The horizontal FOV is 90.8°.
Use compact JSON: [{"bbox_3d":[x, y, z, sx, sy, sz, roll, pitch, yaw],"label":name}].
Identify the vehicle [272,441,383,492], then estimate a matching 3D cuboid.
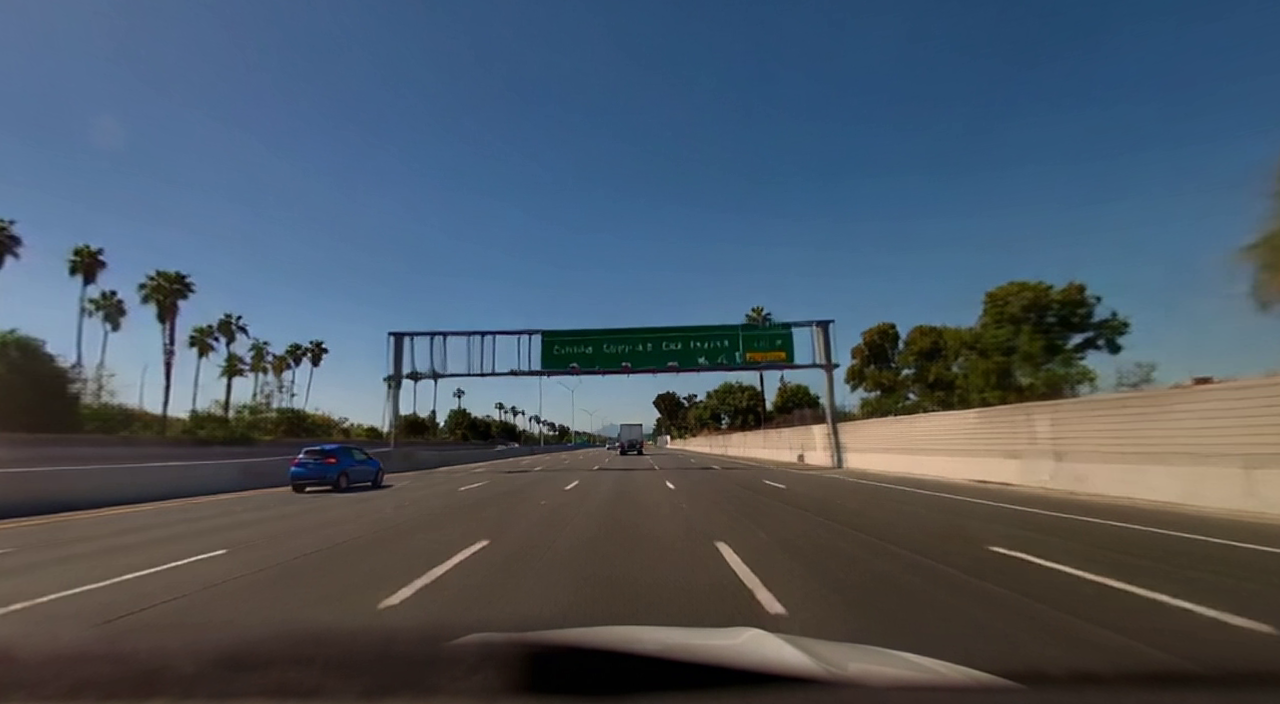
[{"bbox_3d":[-11.070,4.062,22.746,1.897,1.653,4.113,0,-9,-1],"label":"vehicle"}]
